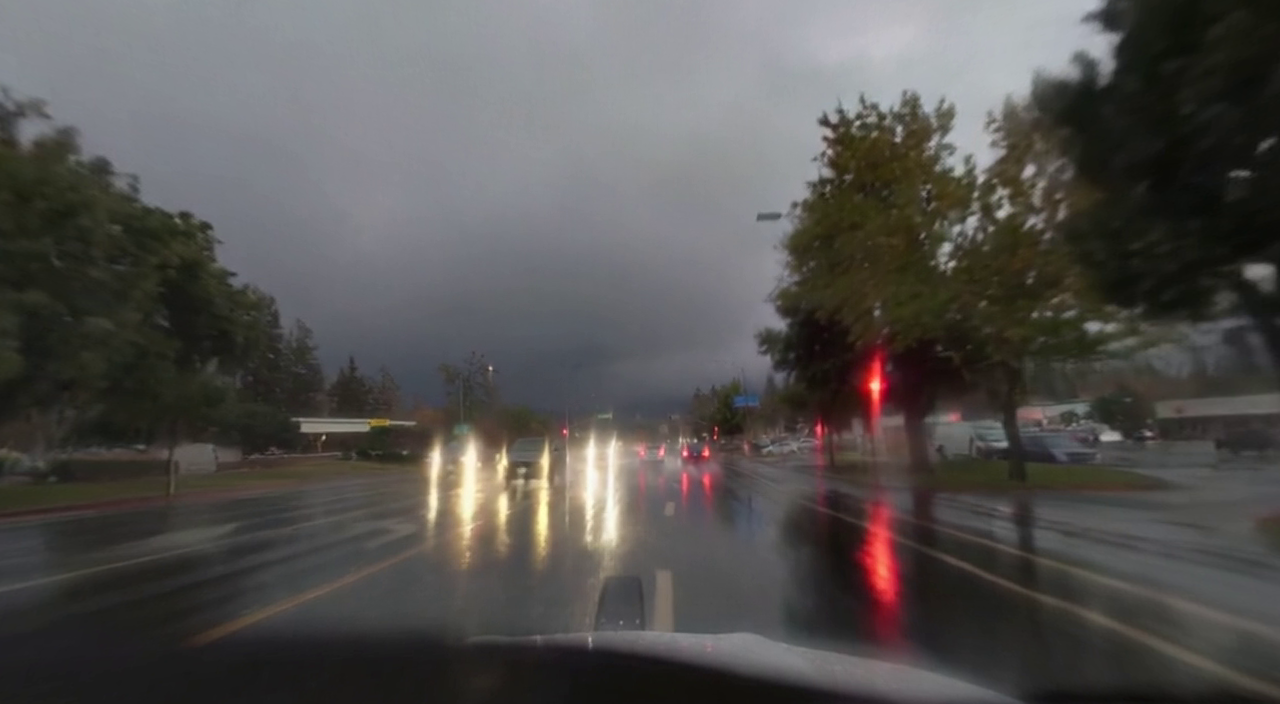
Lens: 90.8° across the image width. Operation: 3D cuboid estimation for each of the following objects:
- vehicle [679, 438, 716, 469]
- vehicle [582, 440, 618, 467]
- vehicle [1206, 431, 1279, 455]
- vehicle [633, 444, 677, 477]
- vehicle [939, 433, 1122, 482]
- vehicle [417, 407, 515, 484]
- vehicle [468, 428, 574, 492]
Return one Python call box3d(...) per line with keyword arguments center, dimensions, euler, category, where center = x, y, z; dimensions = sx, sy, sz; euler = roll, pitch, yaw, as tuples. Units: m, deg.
box3d(center=(3.435, 6.198, 38.693), dimensions=(2.046, 1.768, 4.370), euler=(0, -8, 3), category="vehicle")
box3d(center=(-2.678, 6.961, 43.545), dimensions=(2.092, 1.779, 4.468), euler=(0, -8, 1), category="vehicle")
box3d(center=(40.599, 6.014, 41.707), dimensions=(4.562, 1.504, 2.068), euler=(0, -8, -3), category="vehicle")
box3d(center=(0.663, 4.948, 29.069), dimensions=(1.917, 1.418, 3.987), euler=(0, -8, 1), category="vehicle")
box3d(center=(18.300, 4.956, 30.988), dimensions=(2.618, 1.565, 11.353), euler=(-3, -6, 4), category="vehicle")
box3d(center=(-7.332, 4.054, 27.419), dimensions=(2.251, 2.944, 5.835), euler=(-1, -8, 3), category="vehicle")
box3d(center=(-3.884, 3.673, 21.983), dimensions=(2.298, 1.905, 5.777), euler=(-1, -8, 3), category="vehicle")
